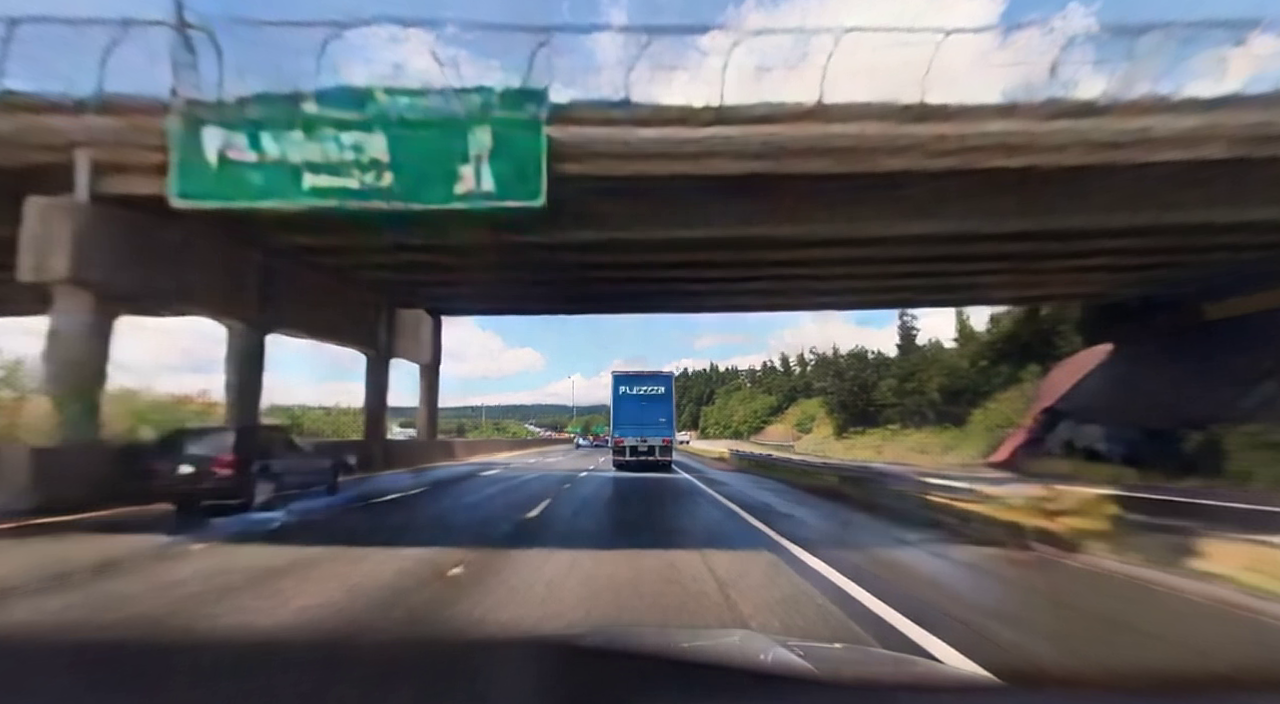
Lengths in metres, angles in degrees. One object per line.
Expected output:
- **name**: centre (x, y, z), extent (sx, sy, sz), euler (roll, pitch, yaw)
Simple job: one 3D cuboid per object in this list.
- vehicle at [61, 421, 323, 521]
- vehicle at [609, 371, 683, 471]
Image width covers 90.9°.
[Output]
- **vehicle**: centre (-8.085, 2.152, 11.975), extent (2.041, 1.566, 3.986), euler (0, -8, 0)
- **vehicle**: centre (0.126, 3.520, 30.840), extent (2.926, 3.959, 11.818), euler (0, -8, -1)
